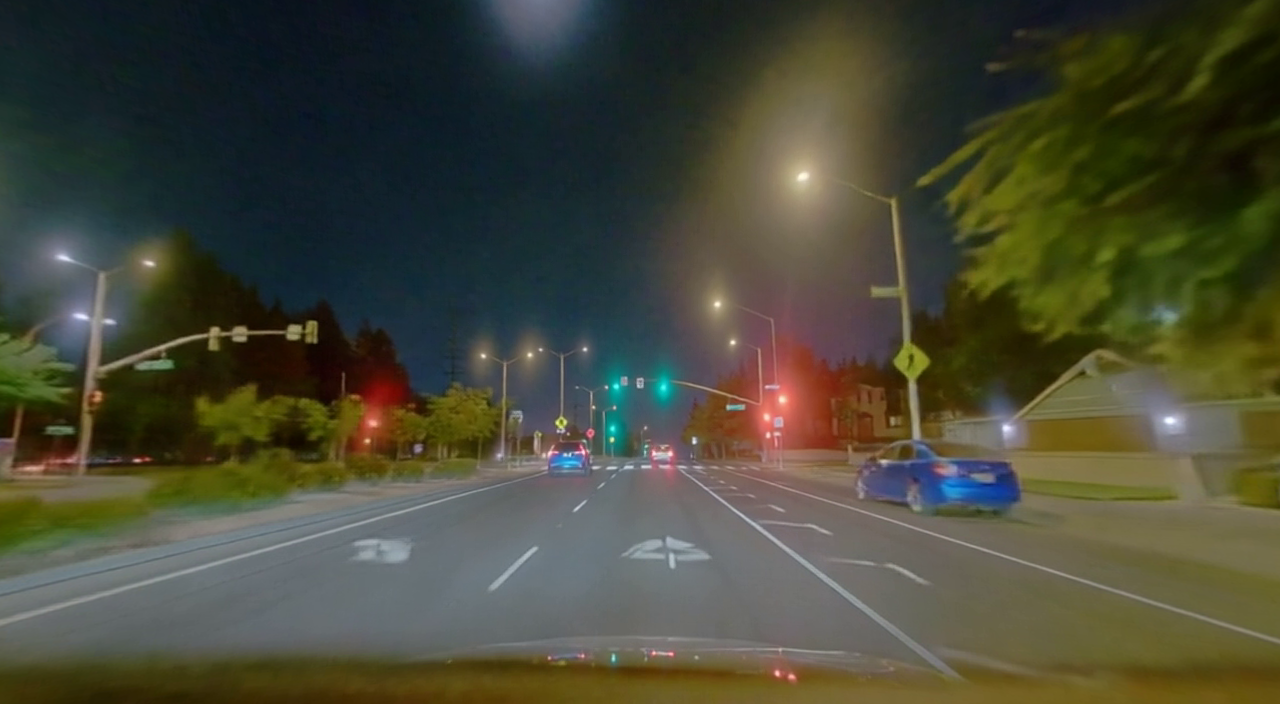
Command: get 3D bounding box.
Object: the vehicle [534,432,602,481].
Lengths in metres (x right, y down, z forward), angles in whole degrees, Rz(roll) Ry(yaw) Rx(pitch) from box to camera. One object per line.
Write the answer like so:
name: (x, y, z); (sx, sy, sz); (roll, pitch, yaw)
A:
vehicle: (-2.846, 4.258, 26.002); (2.150, 1.812, 4.423); (0, -8, 1)

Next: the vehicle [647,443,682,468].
vehicle: (1.499, 6.596, 40.267); (2.075, 1.480, 3.920); (0, -8, -1)

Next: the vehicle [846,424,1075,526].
vehicle: (6.188, 2.419, 13.078); (2.038, 1.687, 4.985); (0, -8, -1)
